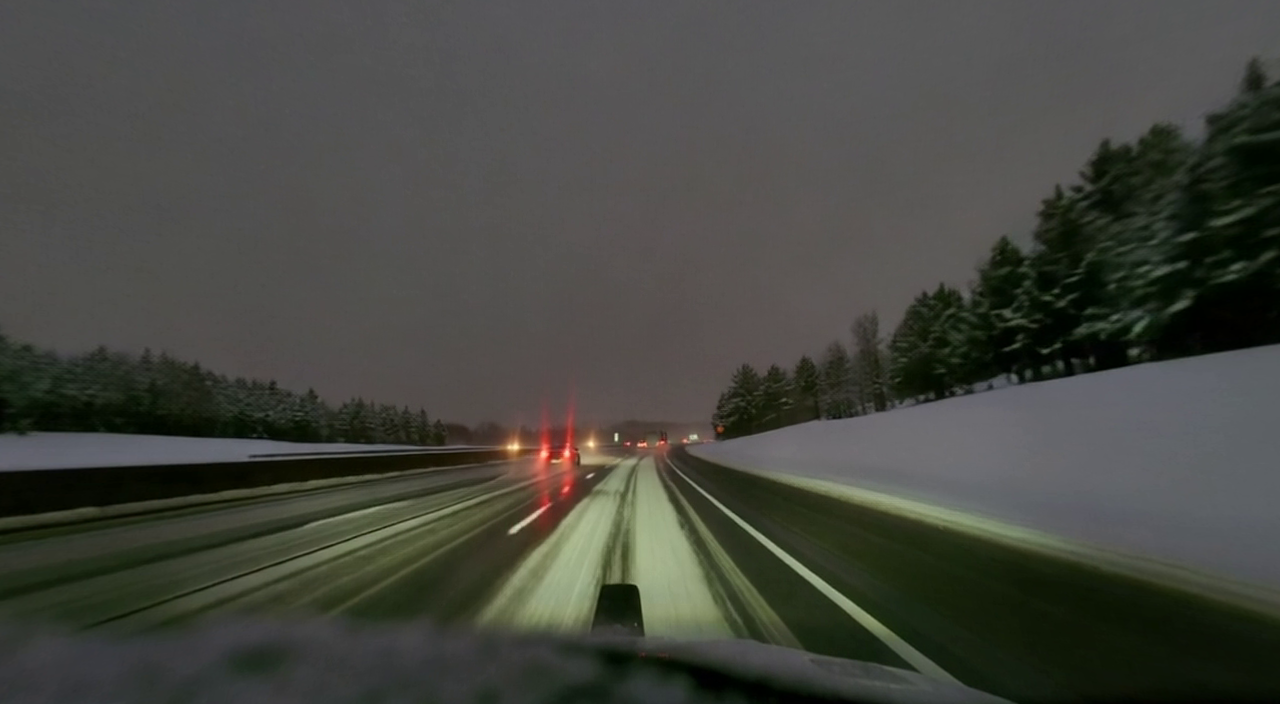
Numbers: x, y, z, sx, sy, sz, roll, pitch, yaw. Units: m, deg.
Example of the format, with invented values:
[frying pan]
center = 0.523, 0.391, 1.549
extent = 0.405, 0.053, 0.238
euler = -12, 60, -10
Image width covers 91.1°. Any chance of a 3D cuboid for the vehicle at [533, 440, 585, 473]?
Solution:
[vehicle]
center = -4.043, 5.320, 32.142
extent = 1.961, 1.540, 4.487
euler = -1, -9, 2
